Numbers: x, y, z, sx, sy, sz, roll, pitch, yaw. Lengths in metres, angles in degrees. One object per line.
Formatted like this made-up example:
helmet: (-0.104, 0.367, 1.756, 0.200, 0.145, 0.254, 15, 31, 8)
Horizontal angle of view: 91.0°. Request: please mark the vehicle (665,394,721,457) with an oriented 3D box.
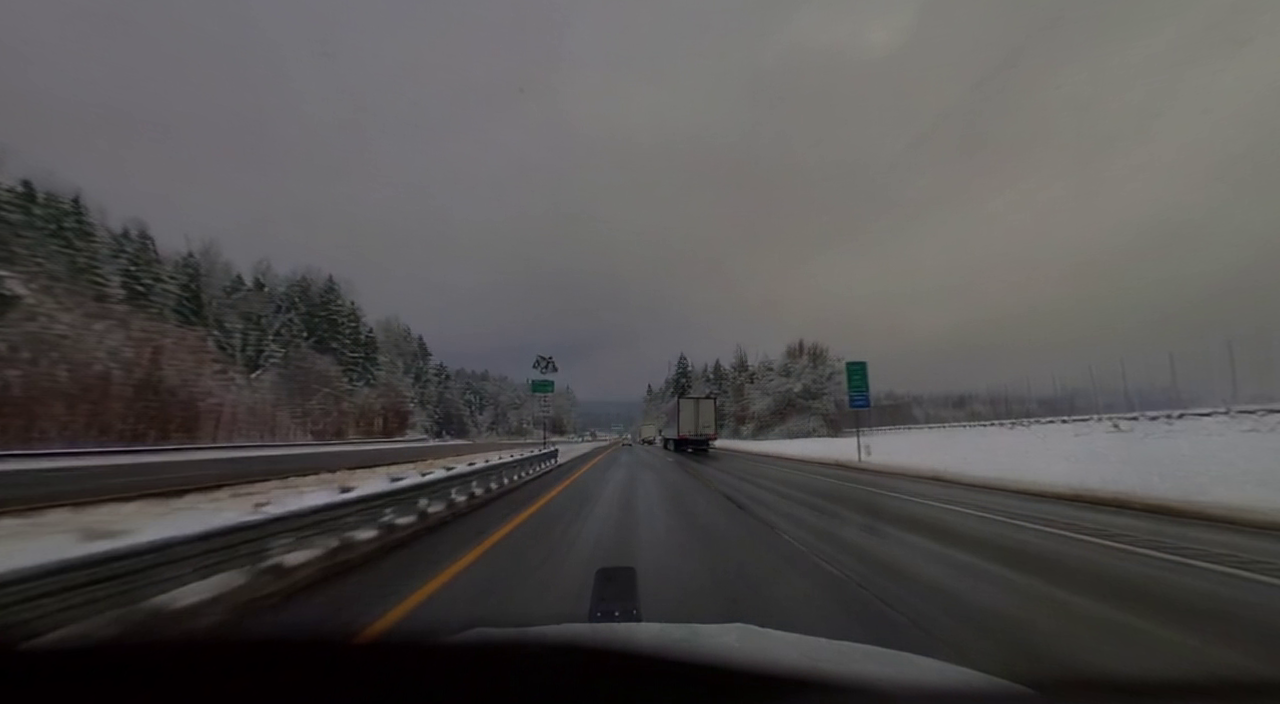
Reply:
vehicle: (3.577, 5.405, 45.248, 3.004, 3.952, 10.263, 0, -8, -1)
